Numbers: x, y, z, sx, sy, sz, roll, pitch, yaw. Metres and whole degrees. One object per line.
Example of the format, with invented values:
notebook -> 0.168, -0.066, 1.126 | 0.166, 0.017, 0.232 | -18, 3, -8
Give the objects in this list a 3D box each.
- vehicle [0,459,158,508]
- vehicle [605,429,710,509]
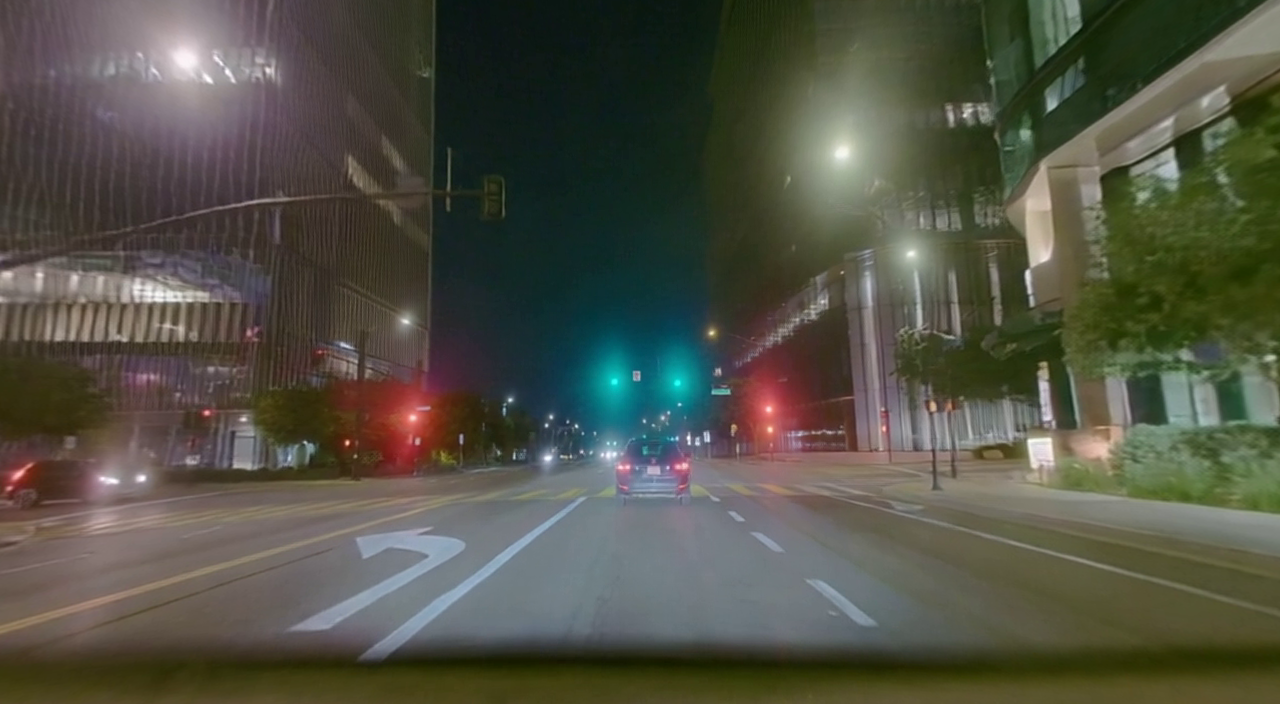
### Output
vehicle -> -18.997, 4.338, 21.026 | 4.494, 1.475, 1.893 | -1, -8, 7
vehicle -> 0.364, 2.730, 15.148 | 2.184, 1.640, 4.086 | 0, -8, 0
